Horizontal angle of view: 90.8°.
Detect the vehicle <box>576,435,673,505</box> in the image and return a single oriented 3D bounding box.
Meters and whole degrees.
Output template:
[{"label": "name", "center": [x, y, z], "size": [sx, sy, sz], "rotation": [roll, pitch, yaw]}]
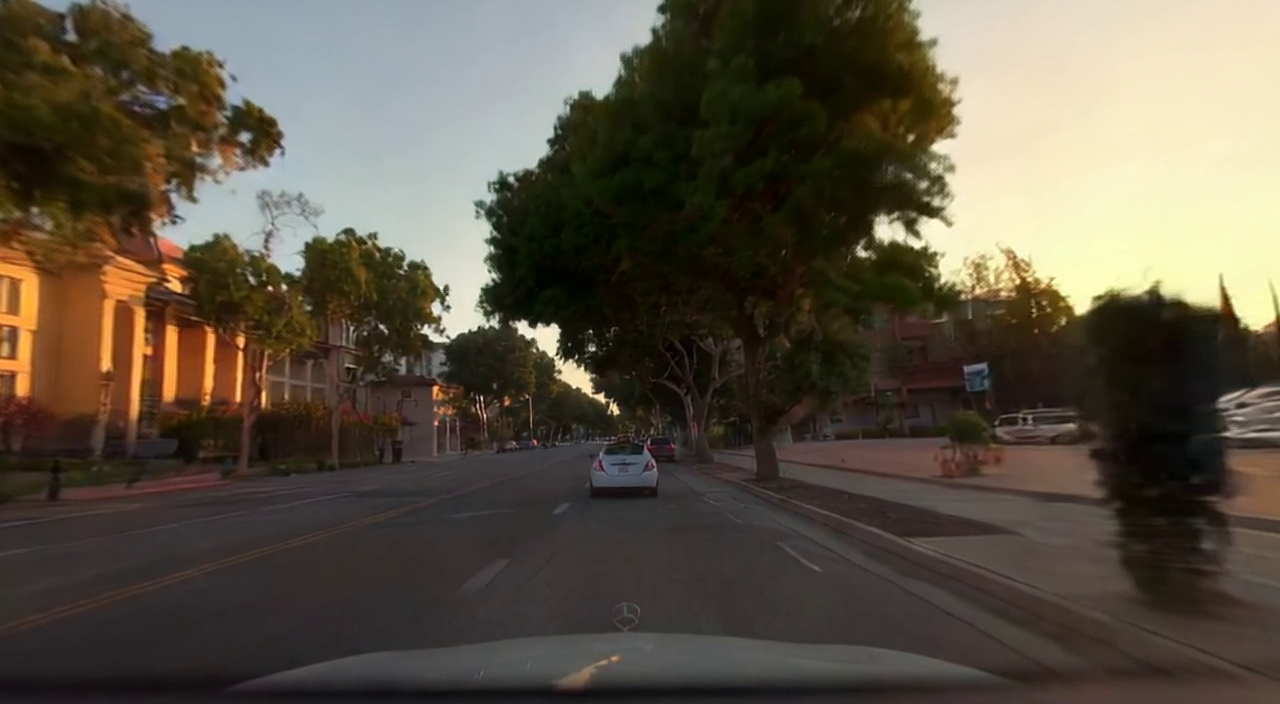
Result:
[{"label": "vehicle", "center": [-0.404, 2.888, 15.963], "size": [2.116, 1.479, 4.358], "rotation": [0, -8, -2]}]
